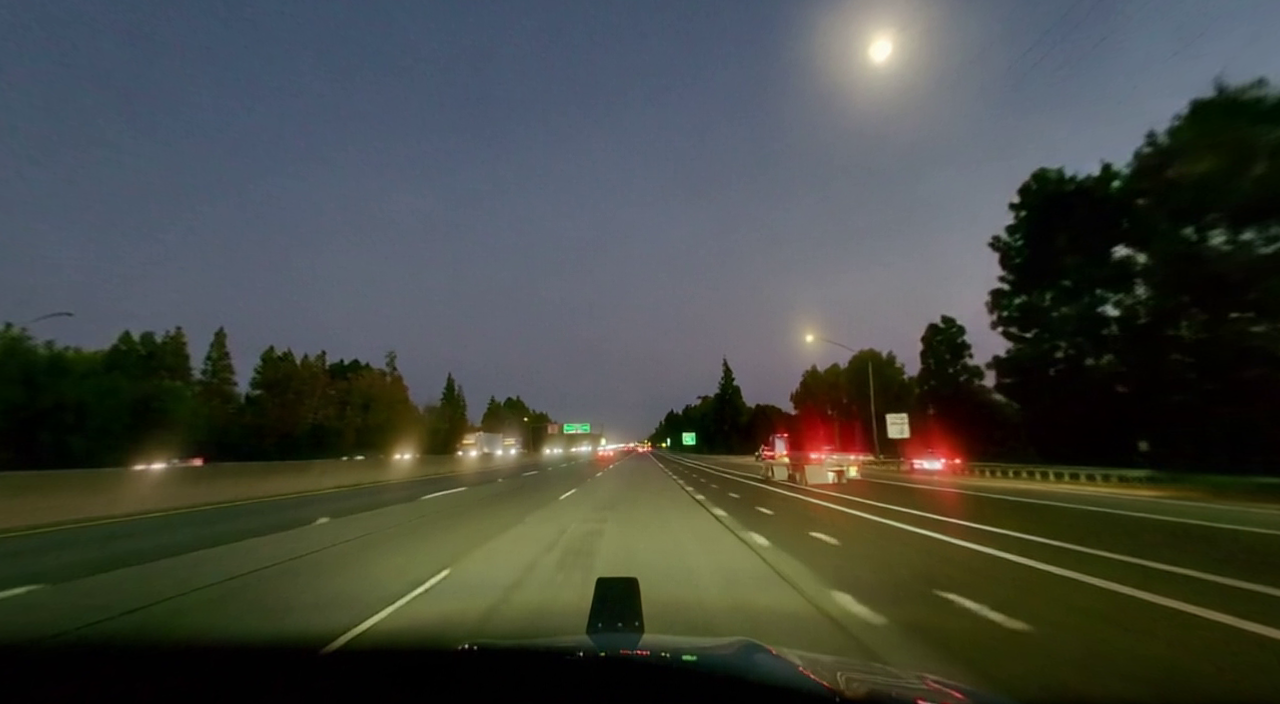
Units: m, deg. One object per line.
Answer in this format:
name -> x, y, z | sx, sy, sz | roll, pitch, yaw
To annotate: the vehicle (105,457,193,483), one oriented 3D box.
vehicle -> -31.116, 7.476, 40.156 | 2.025, 1.453, 4.511 | 0, -9, -1
